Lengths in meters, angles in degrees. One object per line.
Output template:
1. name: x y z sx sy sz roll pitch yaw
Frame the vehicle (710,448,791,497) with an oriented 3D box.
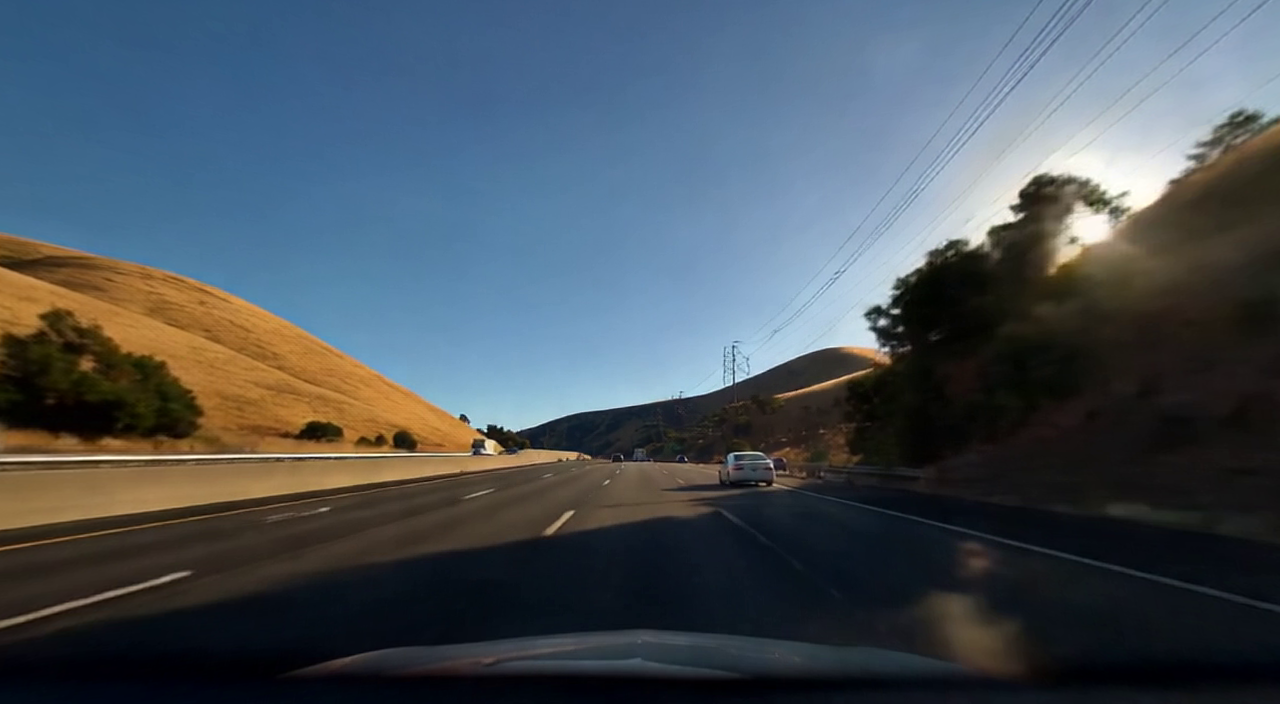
1. vehicle: 3.833 4.250 22.596 2.086 1.542 4.355 0 -9 0
